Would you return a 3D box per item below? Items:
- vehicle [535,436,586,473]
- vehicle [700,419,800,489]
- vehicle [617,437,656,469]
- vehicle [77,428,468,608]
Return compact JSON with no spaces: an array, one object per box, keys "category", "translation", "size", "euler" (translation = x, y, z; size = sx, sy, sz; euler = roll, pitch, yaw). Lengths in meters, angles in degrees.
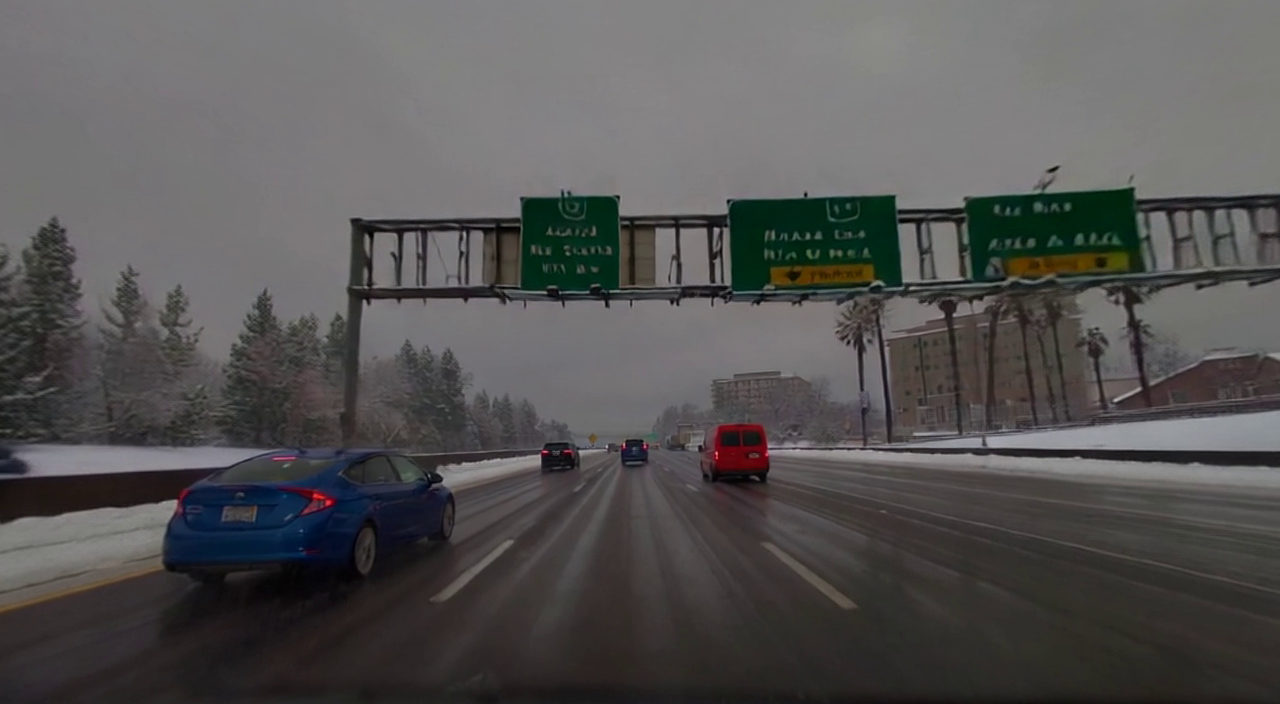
[{"category":"vehicle","translation":[-4.146,5.440,33.699],"size":[2.109,1.793,4.613],"euler":[0,-9,0]},{"category":"vehicle","translation":[3.583,3.503,21.930],"size":[2.250,2.074,5.723],"euler":[0,-9,-2]},{"category":"vehicle","translation":[-0.246,6.023,37.877],"size":[2.212,1.786,4.198],"euler":[0,-9,-1]},{"category":"vehicle","translation":[-3.637,1.706,7.468],"size":[1.991,1.469,4.381],"euler":[0,-9,0]}]
